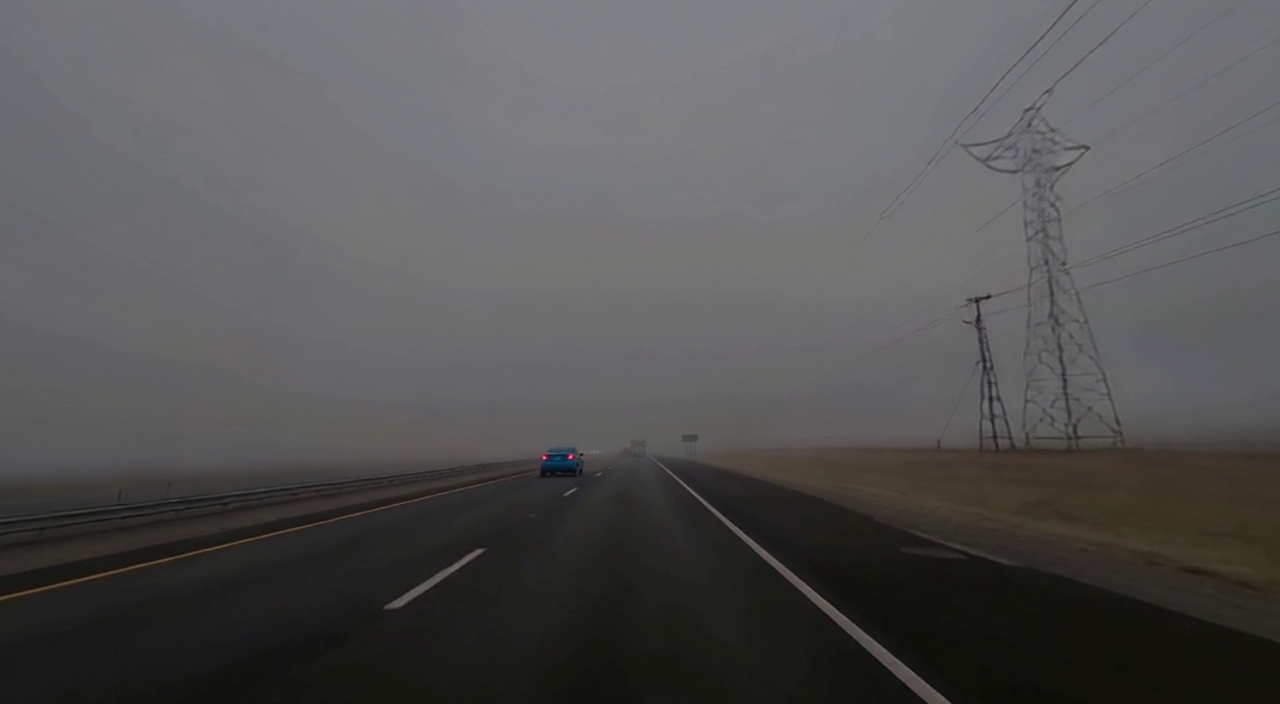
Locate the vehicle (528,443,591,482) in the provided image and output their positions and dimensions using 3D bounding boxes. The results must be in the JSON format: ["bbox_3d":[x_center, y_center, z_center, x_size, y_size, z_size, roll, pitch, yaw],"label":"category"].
[{"bbox_3d":[-3.456,4.836,27.878,2.106,1.543,4.465,0,-9,1],"label":"vehicle"}]
